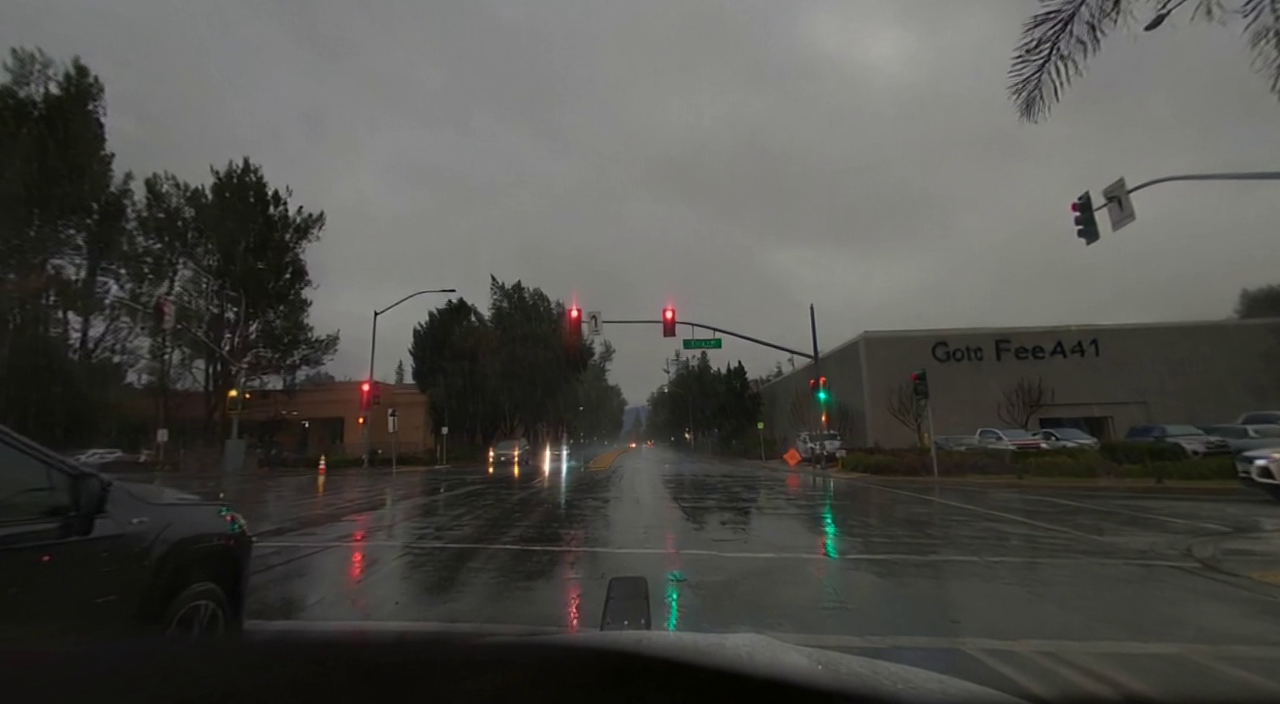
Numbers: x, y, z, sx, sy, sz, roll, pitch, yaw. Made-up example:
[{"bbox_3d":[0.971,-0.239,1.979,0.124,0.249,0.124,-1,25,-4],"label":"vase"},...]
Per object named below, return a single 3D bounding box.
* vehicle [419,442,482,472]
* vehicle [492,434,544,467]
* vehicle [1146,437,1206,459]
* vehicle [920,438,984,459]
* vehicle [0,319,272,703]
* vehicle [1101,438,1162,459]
[{"bbox_3d":[-10.628,5.910,35.705,2.041,1.548,4.868,0,-8,0],"label":"vehicle"},{"bbox_3d":[-7.159,5.852,37.463,2.081,1.818,4.782,0,-8,1],"label":"vehicle"},{"bbox_3d":[41.168,7.419,48.495,1.767,1.456,4.191,-5,-11,15],"label":"vehicle"},{"bbox_3d":[21.480,6.647,43.378,3.576,1.425,1.702,2,-9,-12],"label":"vehicle"},{"bbox_3d":[-3.459,0.692,1.869,2.000,1.789,4.638,0,-8,-2],"label":"vehicle"},{"bbox_3d":[38.491,7.549,49.499,1.837,1.514,4.786,-2,-9,13],"label":"vehicle"}]
